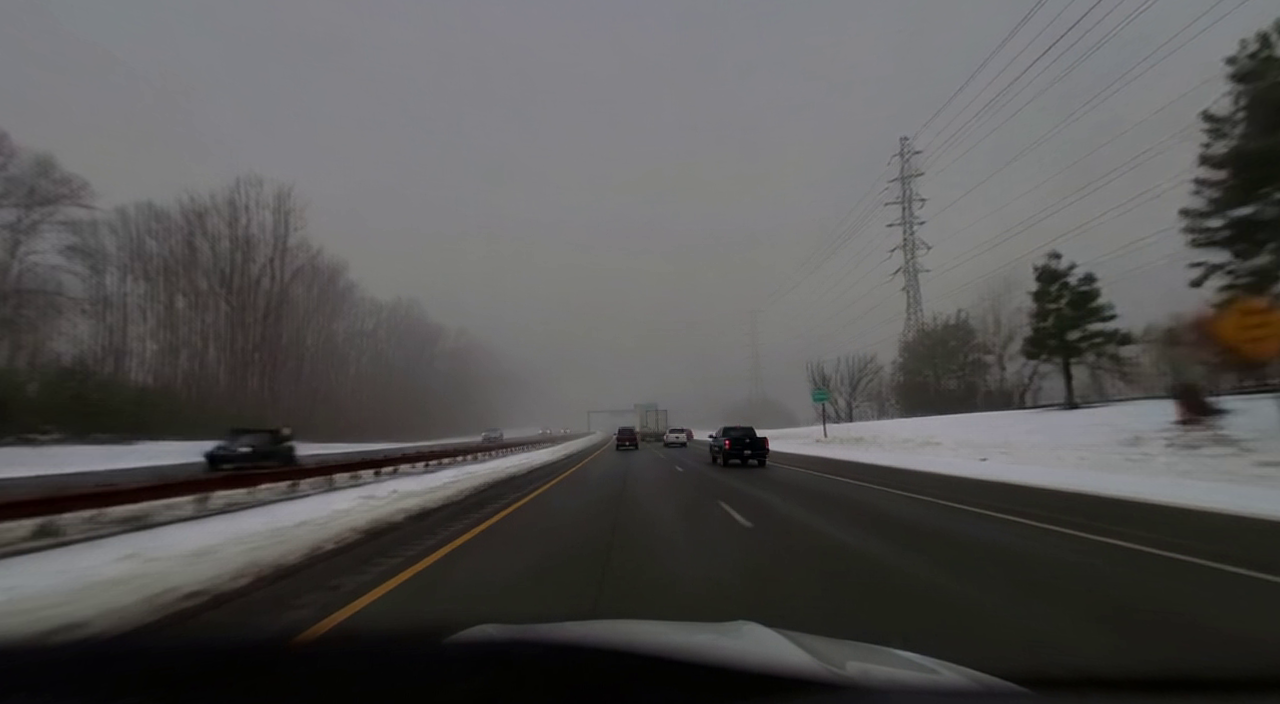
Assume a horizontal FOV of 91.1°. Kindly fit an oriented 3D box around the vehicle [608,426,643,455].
[{"bbox_3d":[-0.882,5.389,38.329,2.019,1.642,3.790,0,-8,-1],"label":"vehicle"}]

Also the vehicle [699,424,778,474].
[{"bbox_3d":[3.382,3.417,22.398,2.062,1.581,3.914,0,-8,-1],"label":"vehicle"}]
